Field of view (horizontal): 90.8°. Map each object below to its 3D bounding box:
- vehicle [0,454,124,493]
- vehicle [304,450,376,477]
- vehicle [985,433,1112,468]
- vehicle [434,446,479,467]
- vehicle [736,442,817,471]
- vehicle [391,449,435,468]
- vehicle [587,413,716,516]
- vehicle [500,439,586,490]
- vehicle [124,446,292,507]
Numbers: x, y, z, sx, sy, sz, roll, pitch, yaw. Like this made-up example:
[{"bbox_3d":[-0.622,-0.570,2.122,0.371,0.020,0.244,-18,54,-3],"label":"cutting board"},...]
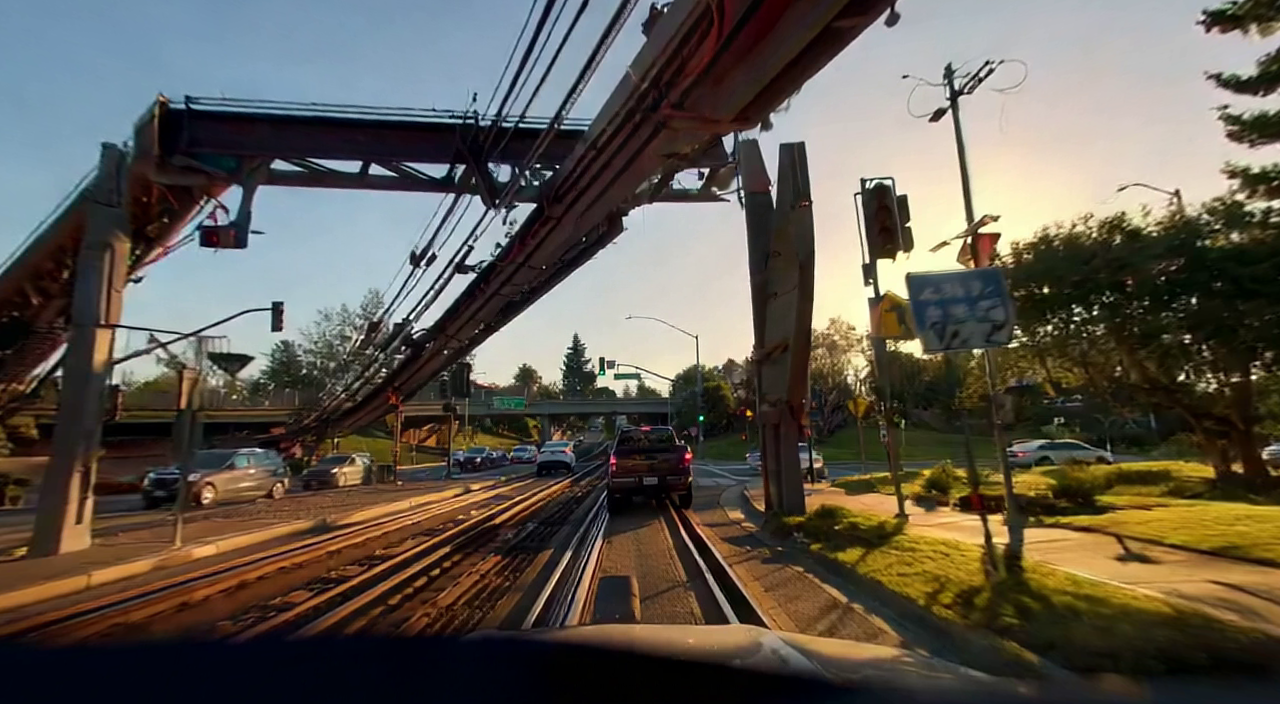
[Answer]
[{"bbox_3d":[-32.823,6.748,35.252,6.105,1.989,2.432,-1,-8,5],"label":"vehicle"},{"bbox_3d":[-17.261,6.394,36.575,1.964,1.465,4.638,0,-9,-1],"label":"vehicle"},{"bbox_3d":[23.748,5.742,36.837,5.980,1.933,2.401,1,-9,-8],"label":"vehicle"},{"bbox_3d":[-13.497,7.708,46.787,2.027,1.482,4.711,0,-9,-1],"label":"vehicle"},{"bbox_3d":[7.722,5.850,35.598,4.412,1.494,2.136,7,-11,-39],"label":"vehicle"},{"bbox_3d":[-17.498,8.222,48.877,1.880,1.377,4.201,0,-9,-1],"label":"vehicle"},{"bbox_3d":[0.286,2.511,14.546,2.404,1.926,5.251,0,-9,2],"label":"vehicle"},{"bbox_3d":[-3.079,3.698,21.084,2.004,1.482,4.799,0,-9,1],"label":"vehicle"},{"bbox_3d":[-12.853,3.696,19.276,1.945,1.590,4.651,0,-9,-2],"label":"vehicle"}]
